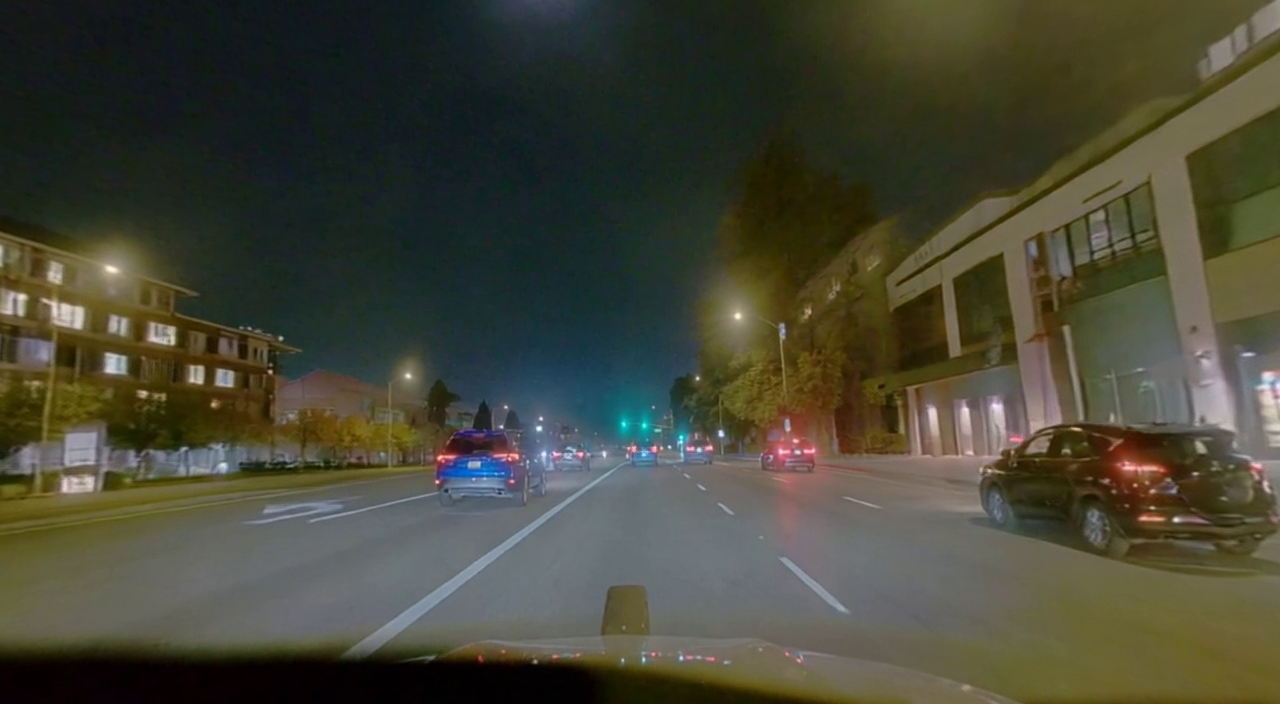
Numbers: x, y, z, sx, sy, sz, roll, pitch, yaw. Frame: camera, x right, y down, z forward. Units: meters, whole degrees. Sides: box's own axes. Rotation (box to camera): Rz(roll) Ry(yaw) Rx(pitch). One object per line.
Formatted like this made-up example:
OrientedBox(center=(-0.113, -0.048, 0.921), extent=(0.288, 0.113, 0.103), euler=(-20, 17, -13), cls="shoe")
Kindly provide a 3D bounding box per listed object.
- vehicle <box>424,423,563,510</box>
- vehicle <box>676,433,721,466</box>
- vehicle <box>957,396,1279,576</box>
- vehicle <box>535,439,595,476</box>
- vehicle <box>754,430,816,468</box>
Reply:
OrientedBox(center=(-3.213, 2.631, 14.898), extent=(2.141, 1.719, 4.379), euler=(0, -9, 1), cls="vehicle")
OrientedBox(center=(3.418, 5.823, 37.635), extent=(2.178, 1.804, 4.766), euler=(0, -8, 0), cls="vehicle")
OrientedBox(center=(6.281, 1.578, 8.177), extent=(2.088, 1.666, 4.512), euler=(-1, -9, 2), cls="vehicle")
OrientedBox(center=(-3.261, 4.672, 28.120), extent=(2.036, 1.465, 4.301), euler=(-1, -9, 2), cls="vehicle")
OrientedBox(center=(7.383, 5.010, 32.505), extent=(2.076, 1.793, 4.464), euler=(0, -9, 0), cls="vehicle")
